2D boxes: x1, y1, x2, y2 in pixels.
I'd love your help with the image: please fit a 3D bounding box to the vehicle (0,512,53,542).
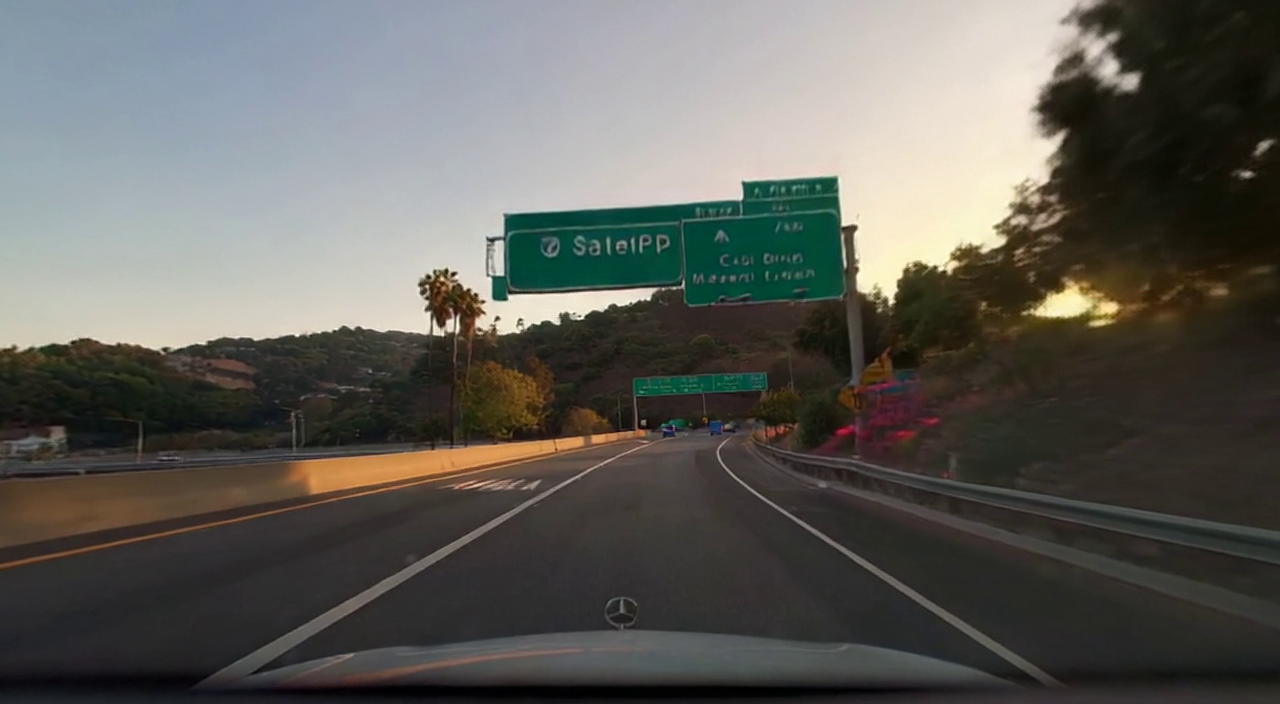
[{"bbox_3d":[-42.150,11.700,42.289,1.772,1.502,4.002,-1,-8,1],"label":"vehicle"}]
